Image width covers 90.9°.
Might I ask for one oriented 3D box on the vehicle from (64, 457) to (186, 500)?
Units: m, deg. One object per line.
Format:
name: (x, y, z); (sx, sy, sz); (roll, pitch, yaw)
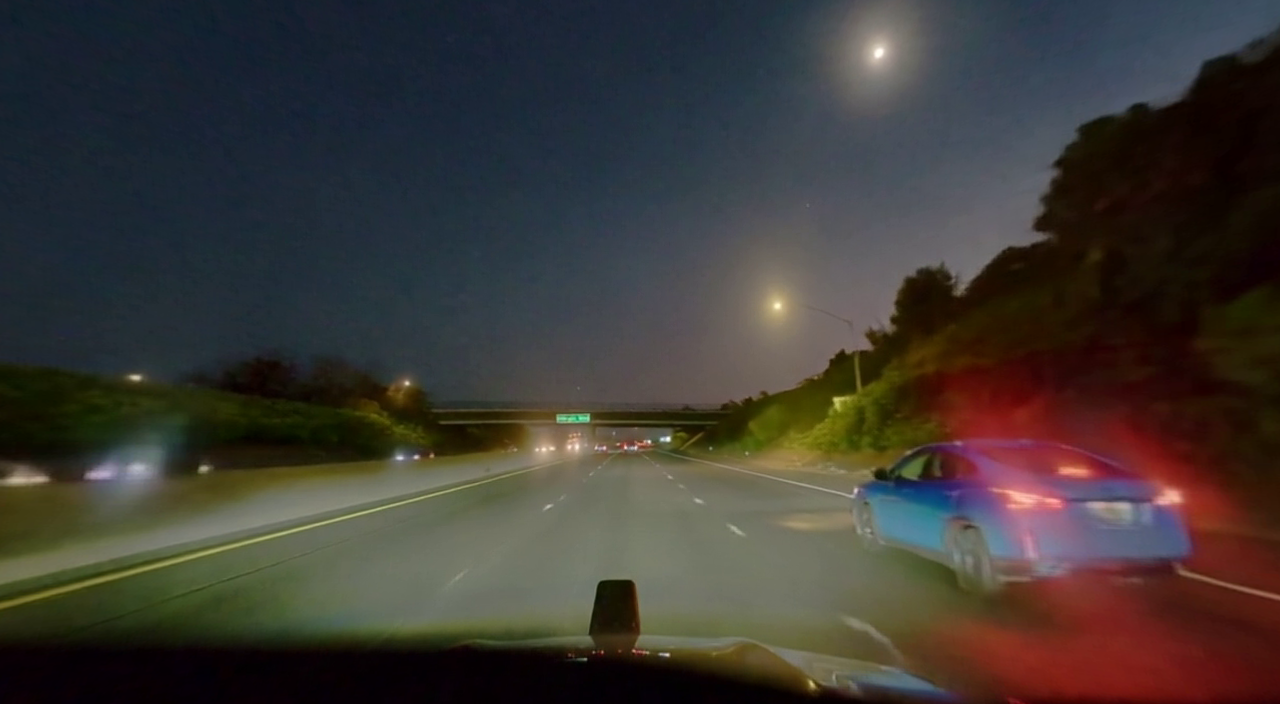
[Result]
vehicle: (-19.882, 4.845, 24.558); (1.654, 1.412, 3.751); (0, -8, -1)

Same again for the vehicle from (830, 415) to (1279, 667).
vehicle: (3.568, 1.438, 6.017); (2.079, 1.515, 4.196); (0, -8, -2)
